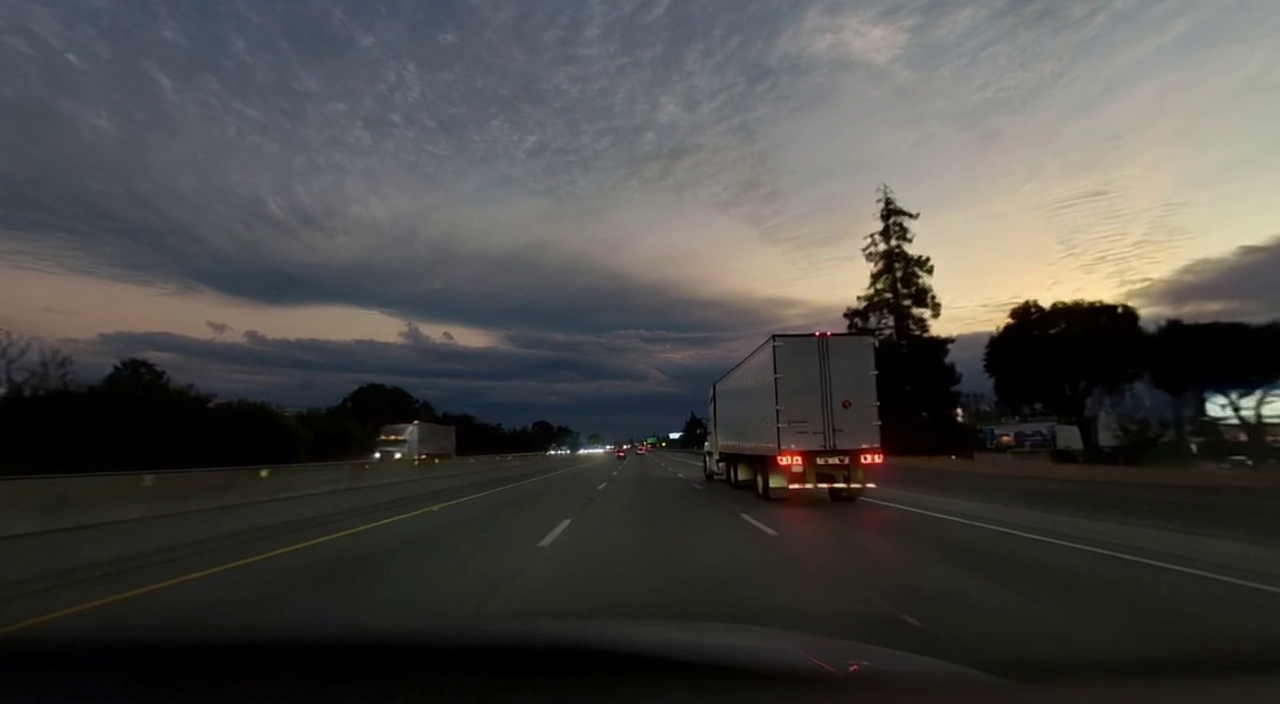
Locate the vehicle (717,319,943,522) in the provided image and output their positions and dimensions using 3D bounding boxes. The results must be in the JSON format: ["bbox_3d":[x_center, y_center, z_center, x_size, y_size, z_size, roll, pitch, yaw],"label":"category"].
[{"bbox_3d":[4.757,2.344,19.563,3.058,4.312,12.251,0,-9,-1],"label":"vehicle"}]
